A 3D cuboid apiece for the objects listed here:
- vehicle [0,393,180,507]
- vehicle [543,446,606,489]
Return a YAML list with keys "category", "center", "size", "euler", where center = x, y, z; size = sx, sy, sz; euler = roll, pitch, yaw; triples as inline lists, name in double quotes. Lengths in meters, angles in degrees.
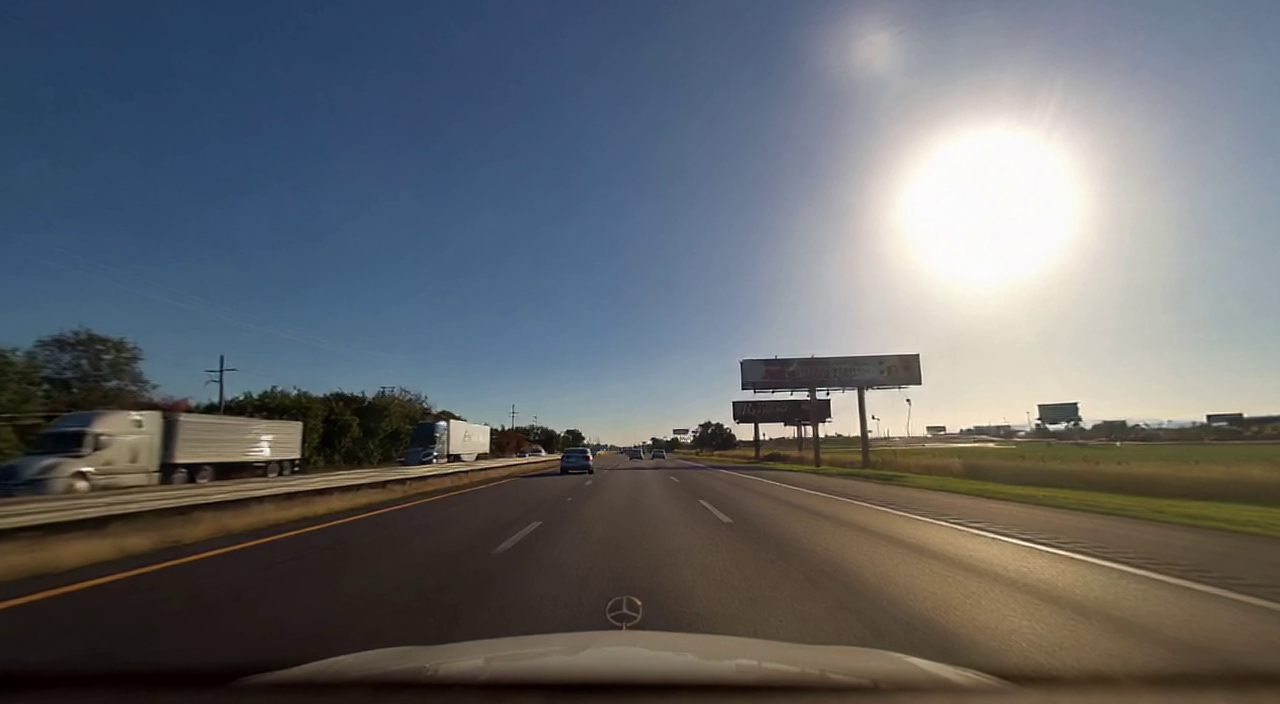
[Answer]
- category: "vehicle"
  center: [-22.745, 3.943, 25.477]
  size: [3.087, 3.948, 6.786]
  euler: [0, -9, -2]
- category: "vehicle"
  center: [-2.441, 4.429, 24.513]
  size: [1.916, 1.494, 4.335]
  euler: [0, -9, 1]
